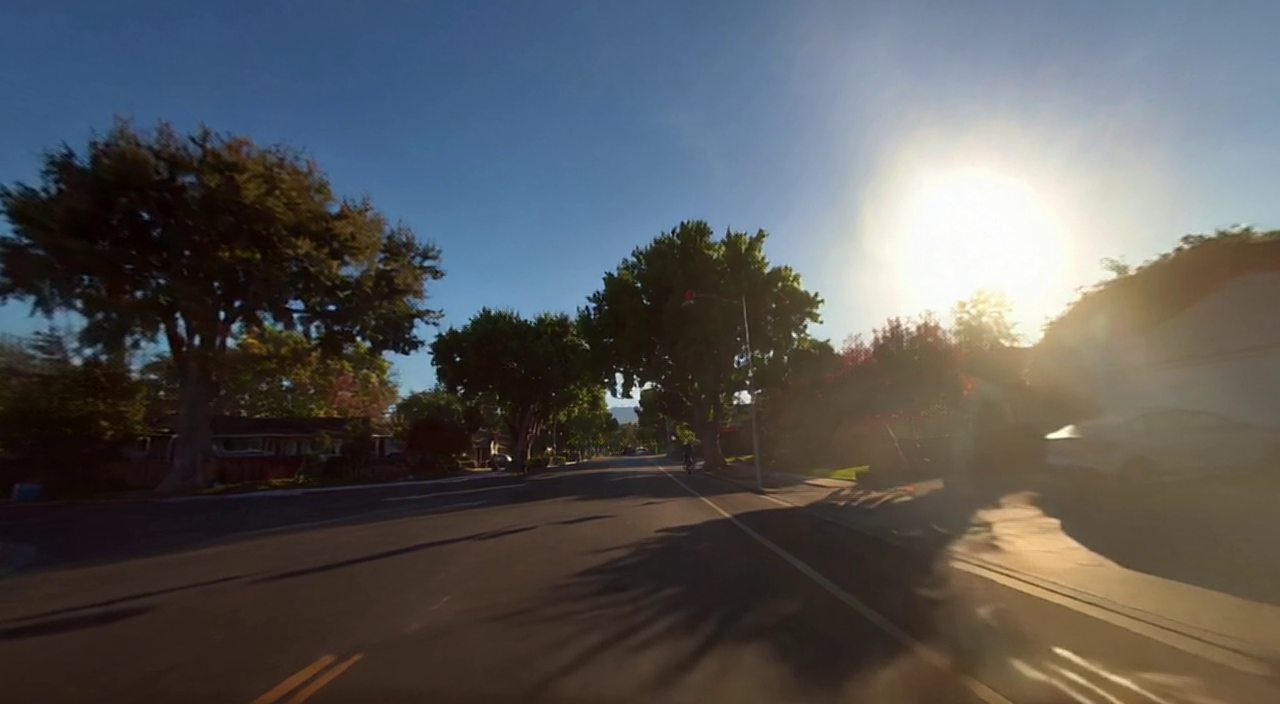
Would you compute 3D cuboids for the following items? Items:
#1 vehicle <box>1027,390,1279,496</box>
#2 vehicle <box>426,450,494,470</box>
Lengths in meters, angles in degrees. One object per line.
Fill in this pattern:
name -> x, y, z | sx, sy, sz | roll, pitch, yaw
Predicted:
vehicle -> 10.309, 1.768, 12.318 | 4.146, 1.866, 1.897 | -1, -9, 7
vehicle -> -13.781, 8.300, 48.593 | 4.717, 1.465, 1.887 | 1, -9, -4
